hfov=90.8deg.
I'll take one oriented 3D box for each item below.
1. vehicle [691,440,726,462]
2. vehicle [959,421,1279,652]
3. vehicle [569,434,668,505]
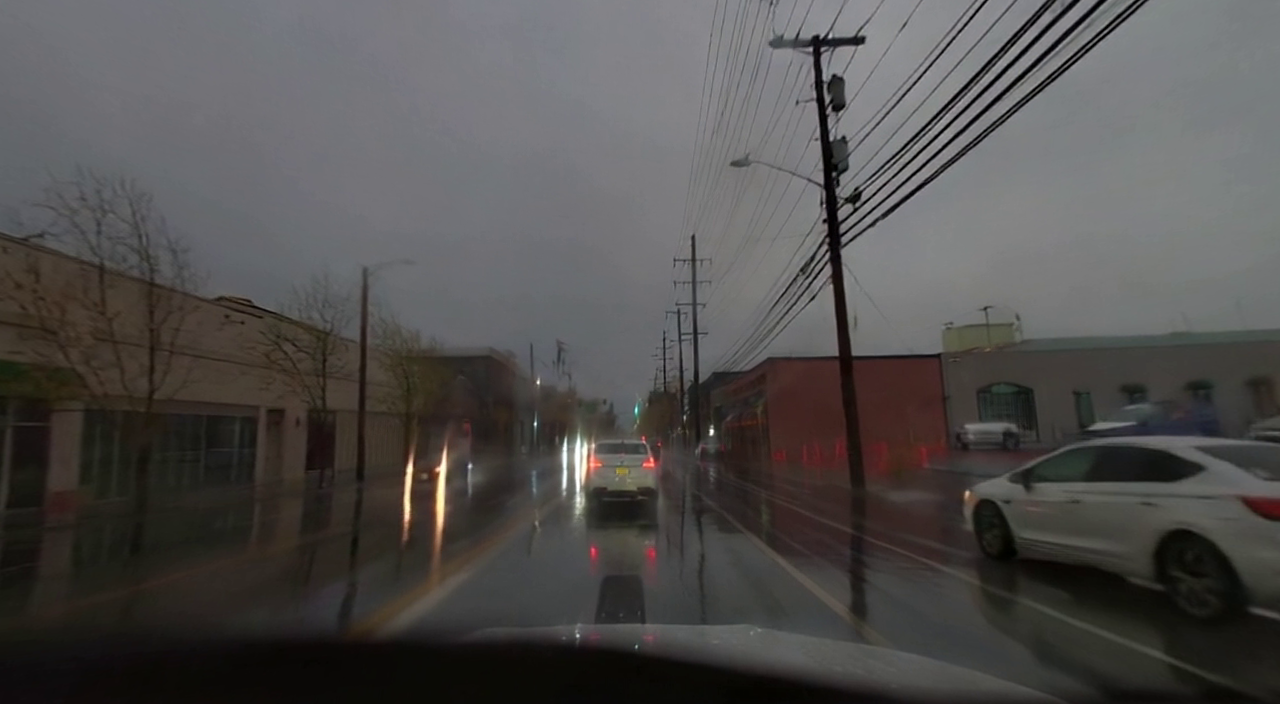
[{"bbox_3d":[4.804,6.953,44.650,1.908,1.470,3.935,0,-8,-2],"label":"vehicle"},{"bbox_3d":[5.217,1.488,6.028,1.937,1.523,4.541,0,-8,0],"label":"vehicle"},{"bbox_3d":[-0.476,2.790,15.461,2.116,1.479,3.980,0,-8,-1],"label":"vehicle"}]
